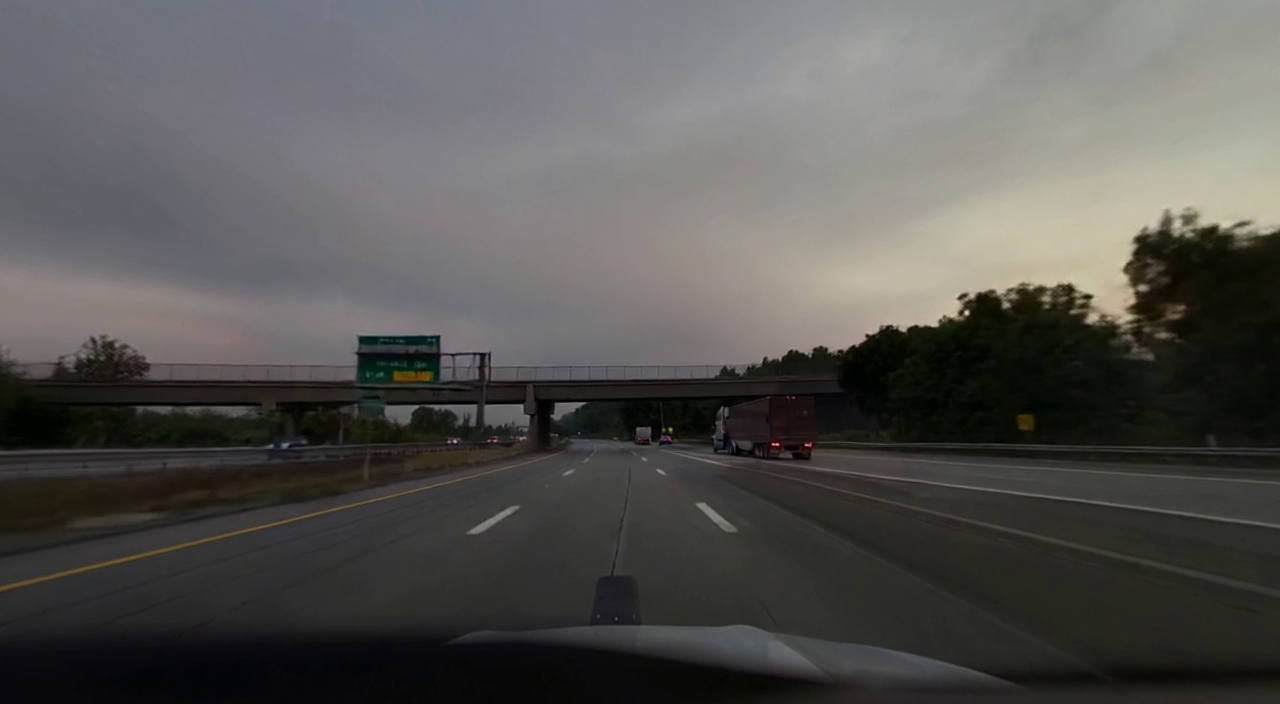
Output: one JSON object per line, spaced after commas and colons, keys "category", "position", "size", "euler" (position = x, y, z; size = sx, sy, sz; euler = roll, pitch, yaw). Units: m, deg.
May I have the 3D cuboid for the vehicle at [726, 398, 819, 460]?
{"category": "vehicle", "position": [9.590, 5.986, 47.936], "size": [2.855, 4.053, 13.328], "euler": [0, -8, -6]}
